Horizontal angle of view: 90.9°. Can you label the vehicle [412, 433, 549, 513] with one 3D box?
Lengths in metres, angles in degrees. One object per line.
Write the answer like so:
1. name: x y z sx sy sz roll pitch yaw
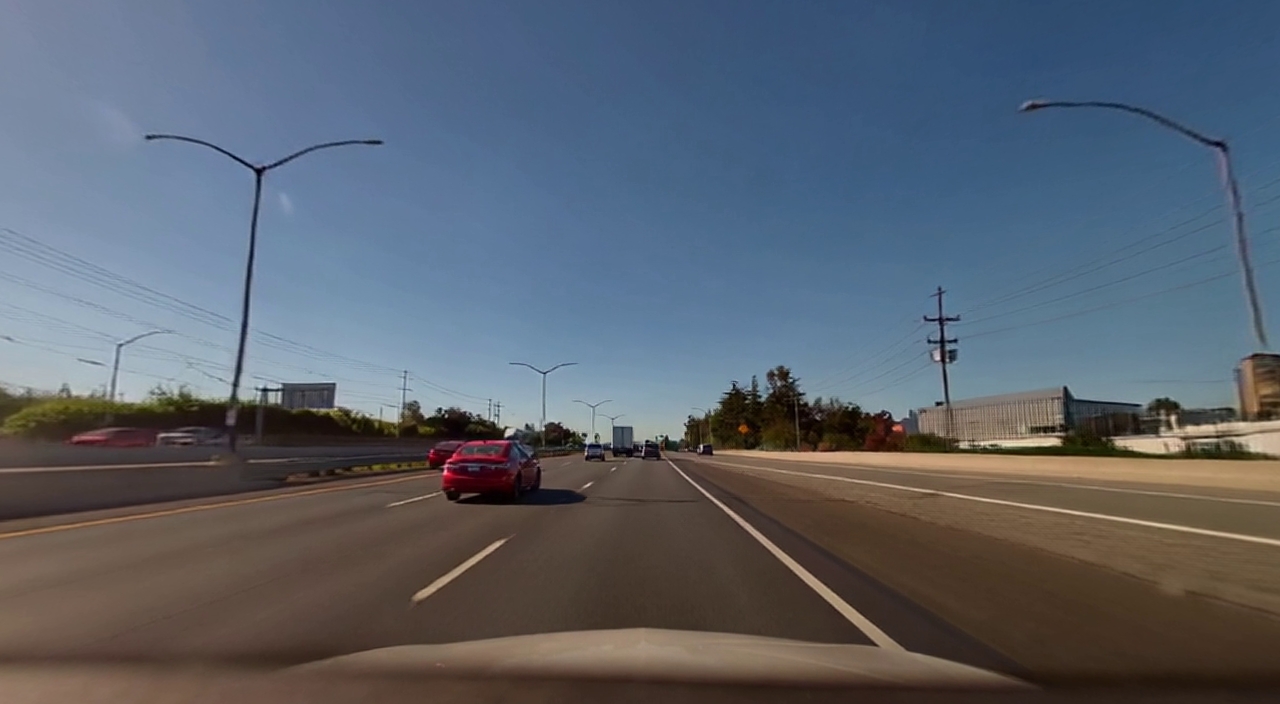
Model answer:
1. vehicle: -3.317 2.583 13.925 1.953 1.511 3.704 0 -8 2
